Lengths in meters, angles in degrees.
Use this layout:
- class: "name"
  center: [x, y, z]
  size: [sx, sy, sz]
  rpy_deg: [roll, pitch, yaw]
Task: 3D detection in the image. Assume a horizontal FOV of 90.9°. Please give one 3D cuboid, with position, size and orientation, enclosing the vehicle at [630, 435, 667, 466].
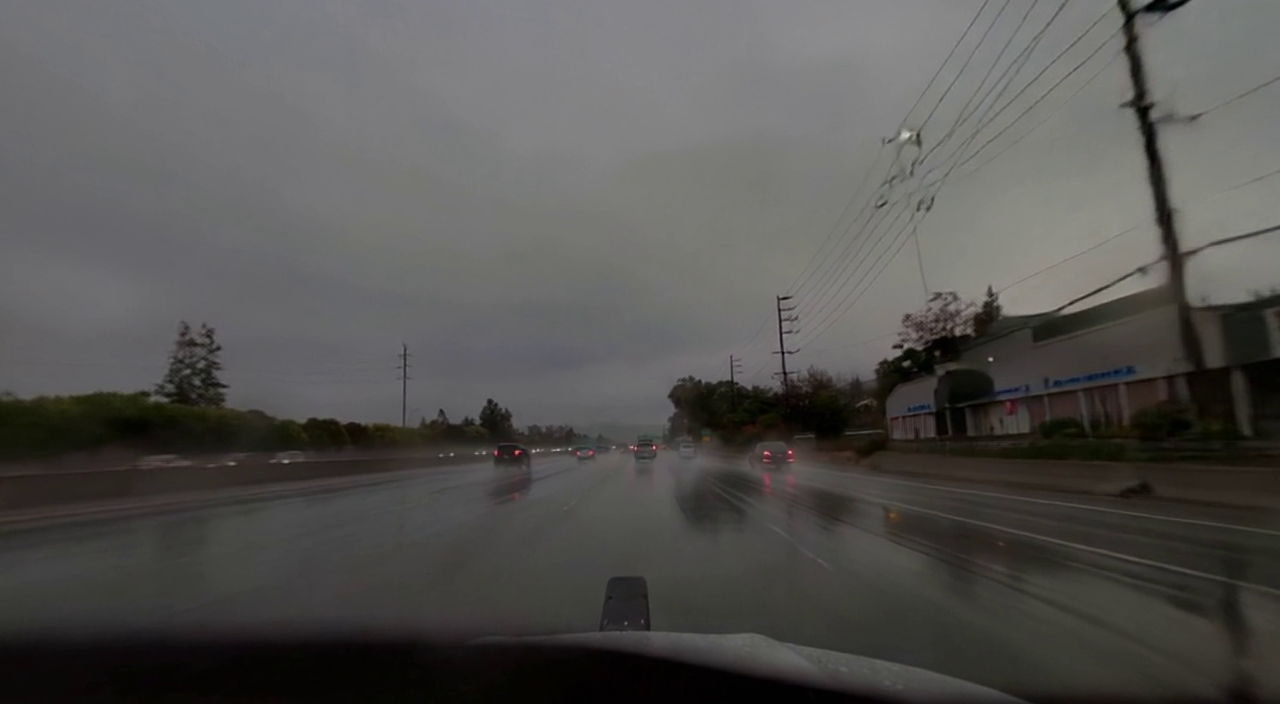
- class: "vehicle"
  center: [0.605, 7.489, 47.893]
  size: [2.622, 2.208, 5.320]
  rpy_deg: [0, -9, -1]

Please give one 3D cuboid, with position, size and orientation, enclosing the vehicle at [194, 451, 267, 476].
- class: "vehicle"
  center: [-29.708, 8.078, 45.910]
  size: [1.977, 1.604, 4.810]
  rpy_deg: [-1, -9, 1]

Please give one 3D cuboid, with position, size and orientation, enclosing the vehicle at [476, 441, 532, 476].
- class: "vehicle"
  center: [-7.221, 5.705, 33.885]
  size: [2.007, 1.732, 4.395]
  rpy_deg: [-1, -9, 1]

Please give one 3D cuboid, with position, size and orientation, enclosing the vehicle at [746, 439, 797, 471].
- class: "vehicle"
  center: [7.492, 5.925, 36.409]
  size: [1.937, 1.698, 4.322]
  rpy_deg: [0, -9, -1]

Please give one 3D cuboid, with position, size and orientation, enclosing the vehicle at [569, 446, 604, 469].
- class: "vehicle"
  center: [-3.671, 7.311, 43.917]
  size: [1.979, 1.469, 4.378]
  rpy_deg: [0, -9, 0]
